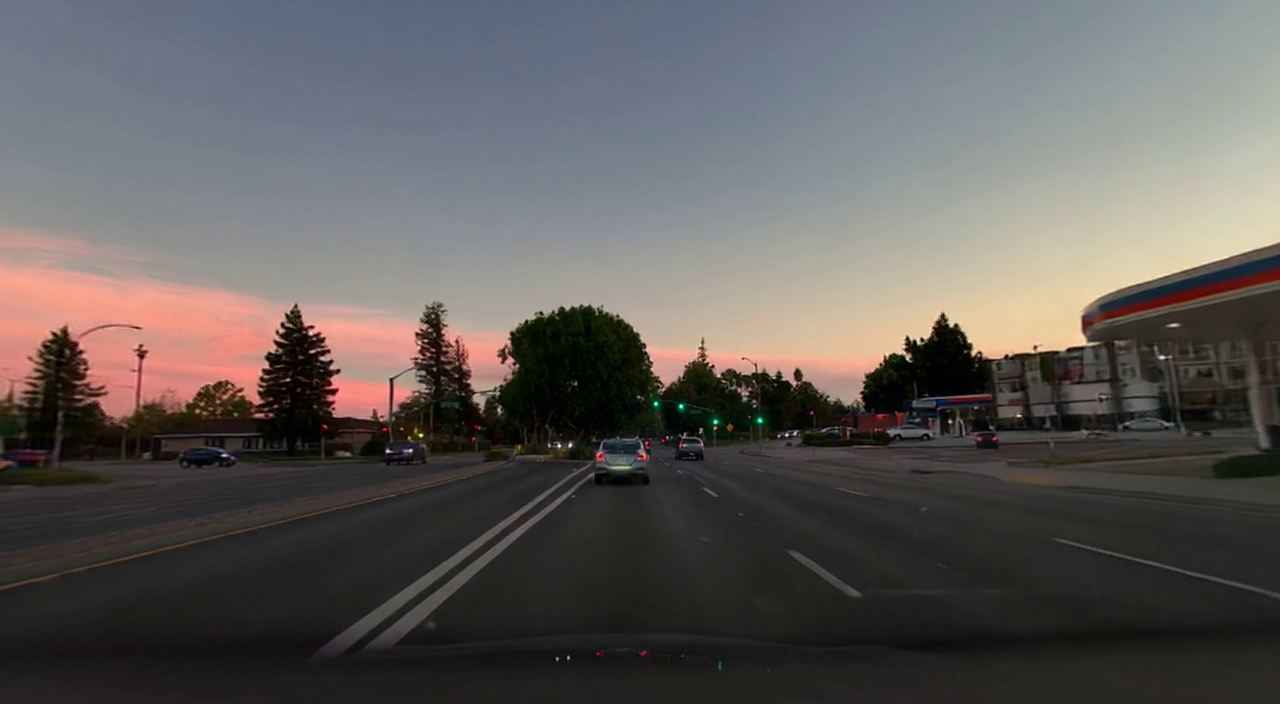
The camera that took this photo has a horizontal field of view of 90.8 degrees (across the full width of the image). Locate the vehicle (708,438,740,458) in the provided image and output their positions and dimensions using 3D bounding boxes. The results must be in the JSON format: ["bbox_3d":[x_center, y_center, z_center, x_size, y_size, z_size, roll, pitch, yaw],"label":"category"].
[{"bbox_3d":[6.563,7.596,49.804,1.890,1.489,4.396,0,-8,-1],"label":"vehicle"}]

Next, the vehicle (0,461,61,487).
[{"bbox_3d":[-36.139,7.014,36.403,3.670,1.430,1.897,-1,-9,4],"label":"vehicle"}]

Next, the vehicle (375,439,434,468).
[{"bbox_3d":[-17.398,7.499,46.988,2.224,2.000,5.743,0,-8,0],"label":"vehicle"}]

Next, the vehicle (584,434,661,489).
[{"bbox_3d":[-0.463,3.200,18.715,2.040,1.451,3.736,0,-8,0],"label":"vehicle"}]
